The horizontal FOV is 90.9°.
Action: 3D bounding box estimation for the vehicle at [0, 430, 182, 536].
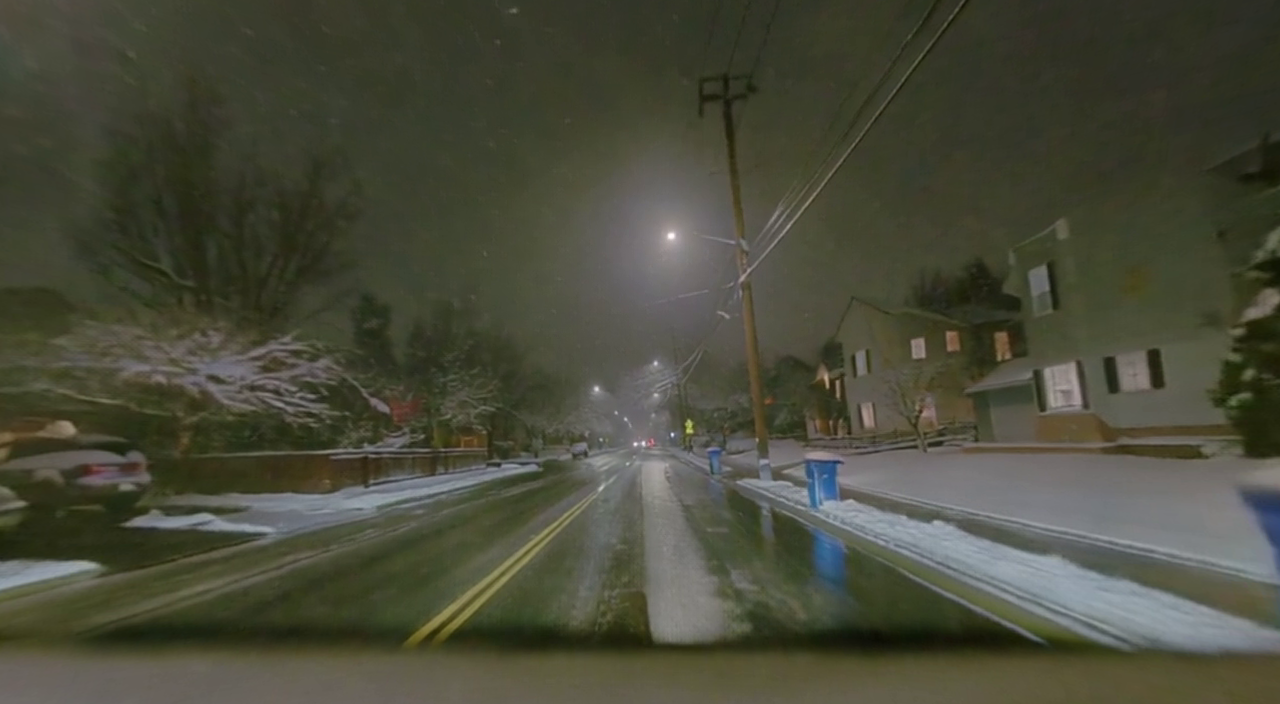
[{"bbox_3d":[-12.884,2.813,14.037,2.085,1.904,4.521,-5,-7,0],"label":"vehicle"}]
